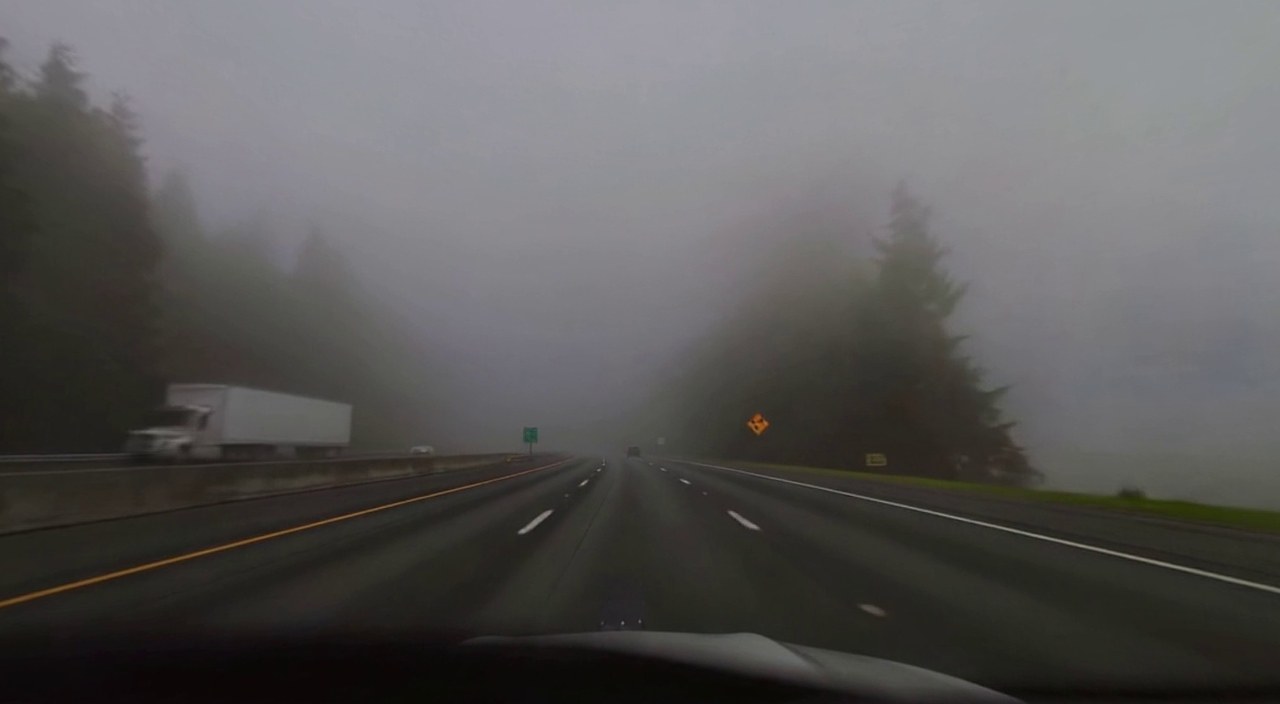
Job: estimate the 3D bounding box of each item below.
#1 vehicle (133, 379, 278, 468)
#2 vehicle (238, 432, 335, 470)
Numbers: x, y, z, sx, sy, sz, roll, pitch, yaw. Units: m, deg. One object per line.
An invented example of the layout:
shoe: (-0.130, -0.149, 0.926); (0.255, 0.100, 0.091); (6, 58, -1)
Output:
vehicle: (-21.446, 3.671, 31.607); (2.989, 4.011, 5.907); (0, -9, -2)
vehicle: (-16.354, 4.626, 29.445); (2.001, 1.638, 4.475); (0, -9, -1)
